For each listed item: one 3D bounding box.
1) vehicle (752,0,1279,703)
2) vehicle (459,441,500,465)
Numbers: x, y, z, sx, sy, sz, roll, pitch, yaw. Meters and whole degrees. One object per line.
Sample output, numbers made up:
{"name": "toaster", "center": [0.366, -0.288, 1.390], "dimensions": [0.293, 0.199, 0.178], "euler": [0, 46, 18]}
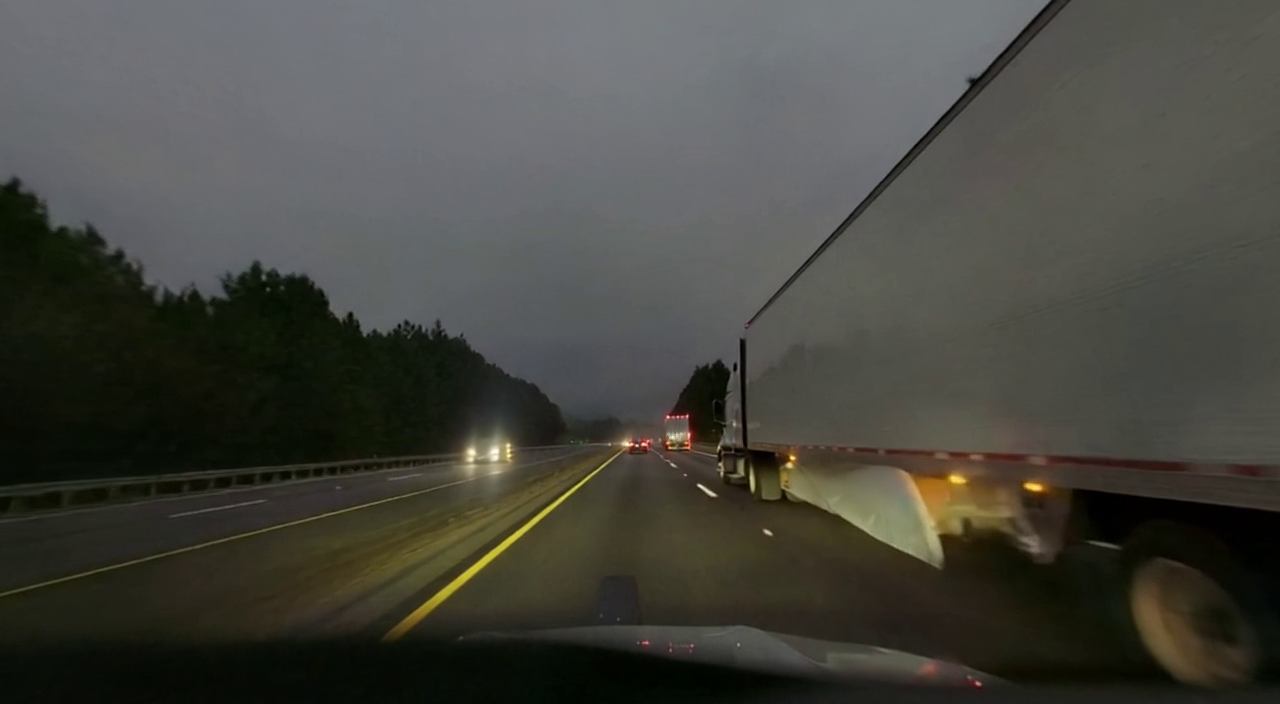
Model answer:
{"name": "vehicle", "center": [3.966, 0.149, 6.337], "dimensions": [2.919, 4.004, 13.911], "euler": [0, -8, -1]}
{"name": "vehicle", "center": [-11.571, 7.270, 45.613], "dimensions": [1.890, 1.614, 4.227], "euler": [0, -8, 0]}
